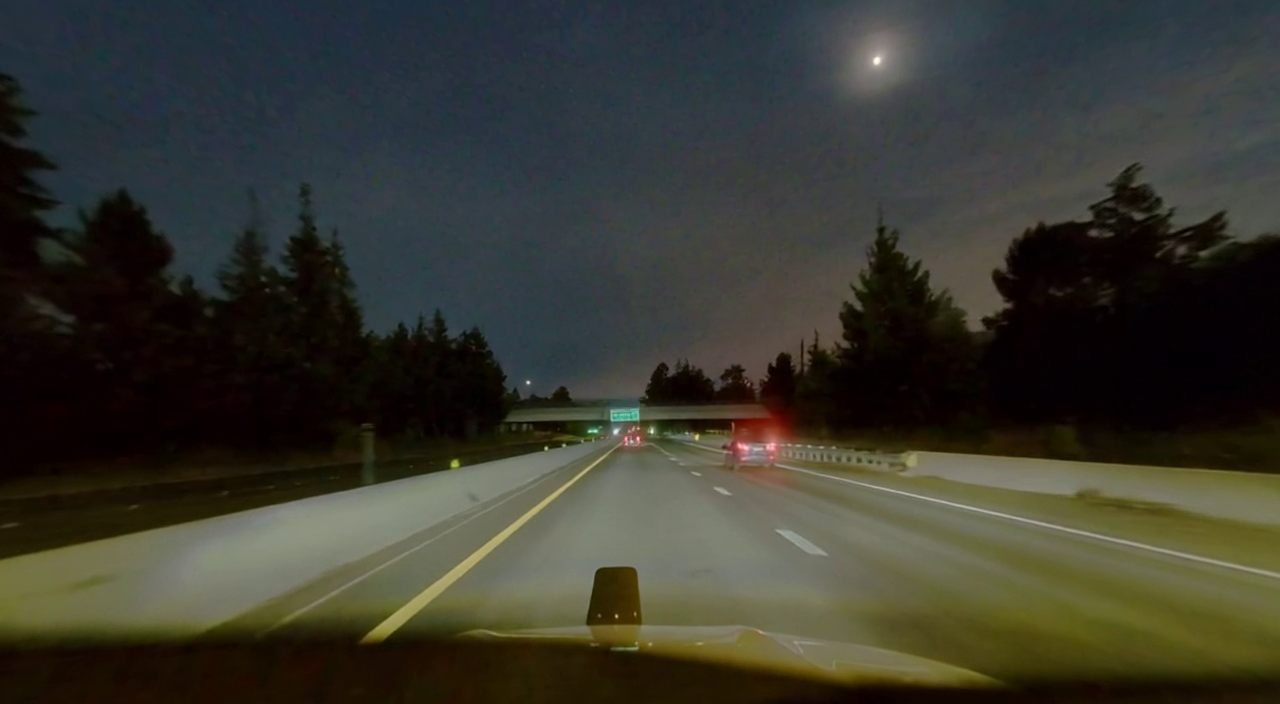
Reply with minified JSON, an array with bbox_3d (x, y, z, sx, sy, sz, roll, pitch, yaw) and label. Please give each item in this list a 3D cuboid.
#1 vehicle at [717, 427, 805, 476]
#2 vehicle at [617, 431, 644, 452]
[{"bbox_3d":[4.037,3.384,21.758,2.010,1.526,4.438,0,-8,-2],"label":"vehicle"},{"bbox_3d":[-0.731,6.926,48.885,1.998,1.492,3.878,0,-8,0],"label":"vehicle"}]
